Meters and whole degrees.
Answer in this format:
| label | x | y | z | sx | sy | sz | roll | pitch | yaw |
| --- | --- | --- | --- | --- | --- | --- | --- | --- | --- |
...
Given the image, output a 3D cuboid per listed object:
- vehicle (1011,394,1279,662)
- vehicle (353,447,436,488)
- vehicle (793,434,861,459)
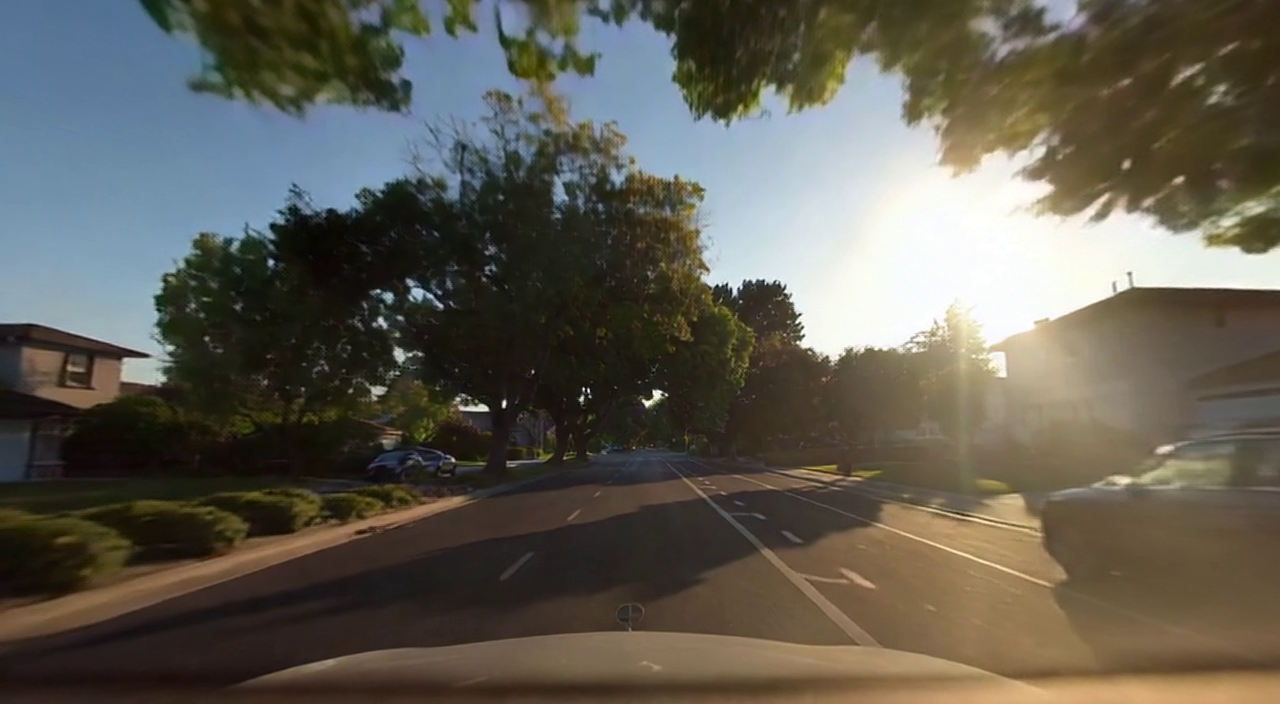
| label | x | y | z | sx | sy | sz | roll | pitch | yaw |
| --- | --- | --- | --- | --- | --- | --- | --- | --- | --- |
| vehicle | 5.110 | 1.176 | 4.405 | 2.104 | 1.687 | 4.636 | 0 | -8 | -1 |
| vehicle | -11.494 | 5.397 | 29.865 | 2.023 | 1.629 | 4.822 | -1 | -8 | 0 |
| vehicle | 14.350 | 7.275 | 48.646 | 4.907 | 1.693 | 2.081 | 0 | -7 | 14 |
